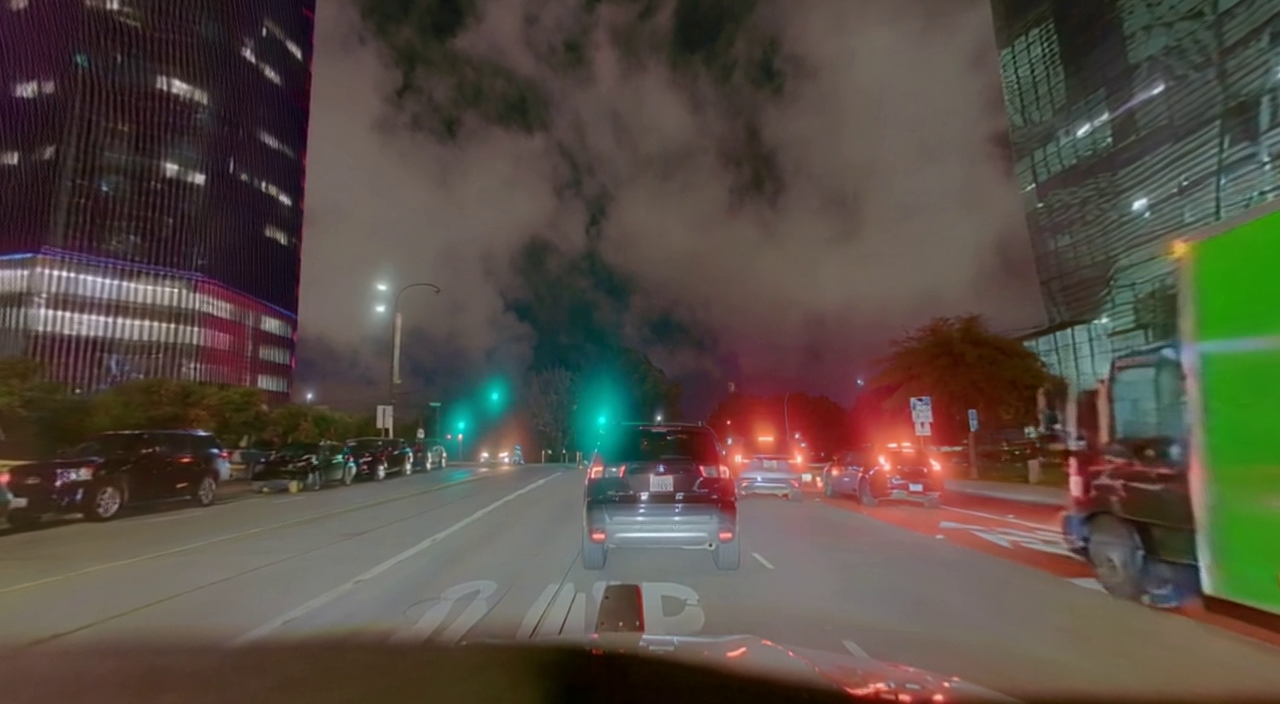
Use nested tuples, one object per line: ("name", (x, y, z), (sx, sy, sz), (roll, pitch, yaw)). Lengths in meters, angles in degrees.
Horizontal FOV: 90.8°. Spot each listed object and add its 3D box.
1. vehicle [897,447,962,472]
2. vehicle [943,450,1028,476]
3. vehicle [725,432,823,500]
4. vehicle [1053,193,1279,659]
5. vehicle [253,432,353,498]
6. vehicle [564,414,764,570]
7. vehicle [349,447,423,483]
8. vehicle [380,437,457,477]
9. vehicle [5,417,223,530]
("vehicle", (22.498, 8.344, 49.182), (4.211, 1.820, 2.094), (-6, -10, 33))
("vehicle", (24.157, 7.723, 44.217), (4.956, 1.706, 1.822), (-6, -10, 34))
("vehicle", (3.878, 3.392, 19.217), (2.143, 1.793, 4.763), (0, -8, 3))
("vehicle", (5.792, 0.280, 2.733), (3.113, 3.116, 7.650), (-1, -8, 3))
("vehicle", (-10.954, 3.658, 20.810), (1.559, 1.973, 3.419), (1, -8, -4))
("vehicle", (0.327, 1.844, 9.085), (2.192, 1.695, 4.142), (0, -8, 2))
("vehicle", (-11.221, 4.986, 28.193), (1.791, 1.463, 4.210), (0, -8, -4))
("vehicle", (-11.646, 5.552, 33.714), (2.338, 1.963, 5.740), (0, -8, -3))
("vehicle", (-10.325, 2.370, 12.798), (1.543, 1.946, 3.454), (1, -8, -5))
